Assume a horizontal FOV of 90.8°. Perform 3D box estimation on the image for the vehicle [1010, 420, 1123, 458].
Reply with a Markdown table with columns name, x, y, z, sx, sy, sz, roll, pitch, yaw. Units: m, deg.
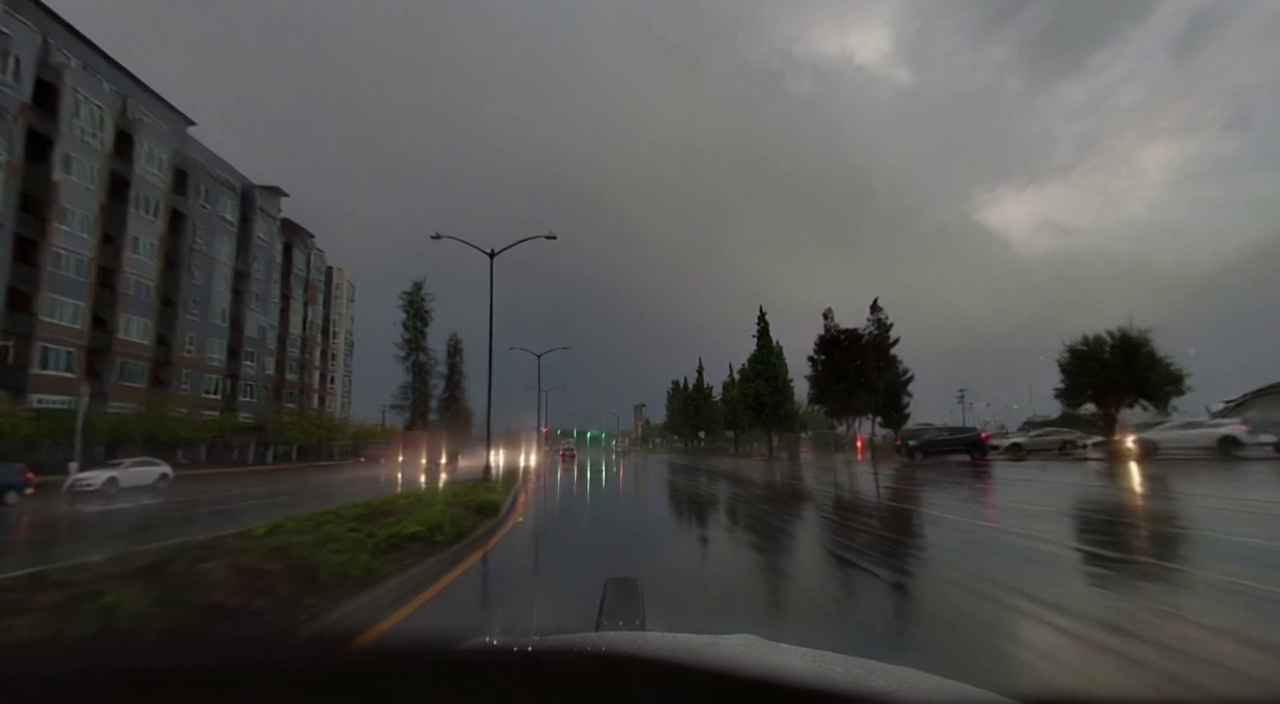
| name | x | y | z | sx | sy | sz | roll | pitch | yaw |
| --- | --- | --- | --- | --- | --- | --- | --- | --- | --- |
| vehicle | 21.641 | 4.474 | 32.317 | 4.218 | 1.780 | 2.331 | -1 | -10 | 18 |

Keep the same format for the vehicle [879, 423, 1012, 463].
| name | x | y | z | sx | sy | sz | roll | pitch | yaw |
| --- | --- | --- | --- | --- | --- | --- | --- | --- | --- |
| vehicle | 16.054 | 4.875 | 33.638 | 5.829 | 1.995 | 2.659 | -3 | -9 | 15 |

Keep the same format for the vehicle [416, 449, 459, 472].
| name | x | y | z | sx | sy | sz | roll | pitch | yaw |
| --- | --- | --- | --- | --- | --- | --- | --- | --- | --- |
| vehicle | -14.637 | 7.850 | 45.904 | 2.150 | 1.534 | 4.569 | 1 | -9 | -7 |

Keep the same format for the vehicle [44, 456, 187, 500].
| name | x | y | z | sx | sy | sz | roll | pitch | yaw |
| --- | --- | --- | --- | --- | --- | --- | --- | --- | --- |
| vehicle | -21.348 | 5.114 | 26.033 | 2.155 | 1.542 | 4.584 | 0 | -9 | -4 |

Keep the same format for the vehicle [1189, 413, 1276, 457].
| name | x | y | z | sx | sy | sz | roll | pitch | yaw |
| --- | --- | --- | --- | --- | --- | --- | --- | --- | --- |
| vehicle | 23.820 | 3.387 | 25.471 | 2.219 | 1.587 | 5.047 | -8 | -12 | 42 |

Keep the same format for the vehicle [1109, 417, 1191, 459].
| name | x | y | z | sx | sy | sz | roll | pitch | yaw |
| --- | --- | --- | --- | --- | --- | --- | --- | --- | --- |
| vehicle | 21.906 | 3.728 | 27.049 | 2.218 | 1.617 | 4.783 | -9 | -12 | 43 |
